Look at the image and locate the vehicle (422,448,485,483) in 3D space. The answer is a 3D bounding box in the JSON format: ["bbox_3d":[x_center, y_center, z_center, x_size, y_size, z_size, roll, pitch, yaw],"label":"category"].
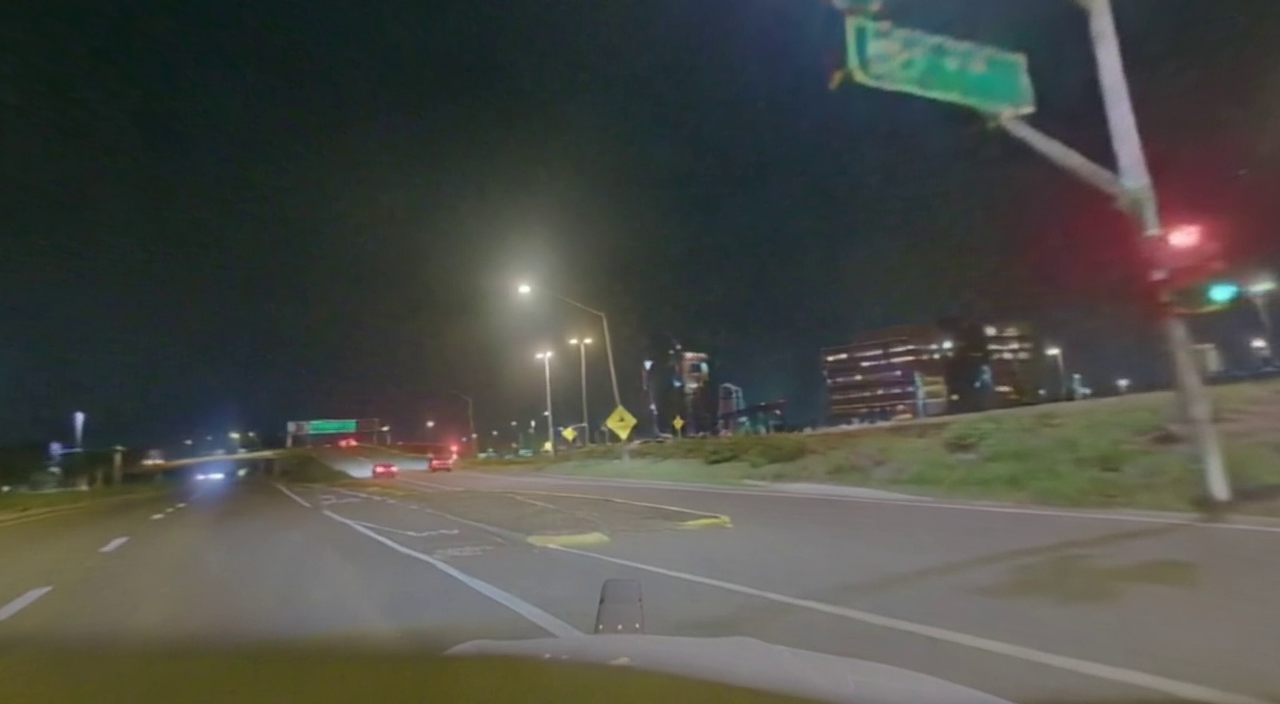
[{"bbox_3d":[-9.104,5.453,30.643,2.048,1.516,3.874,4,-10,-29],"label":"vehicle"}]

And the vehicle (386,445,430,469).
[{"bbox_3d":[-16.302,7.339,44.232,2.007,1.605,3.852,5,-10,-32],"label":"vehicle"}]
